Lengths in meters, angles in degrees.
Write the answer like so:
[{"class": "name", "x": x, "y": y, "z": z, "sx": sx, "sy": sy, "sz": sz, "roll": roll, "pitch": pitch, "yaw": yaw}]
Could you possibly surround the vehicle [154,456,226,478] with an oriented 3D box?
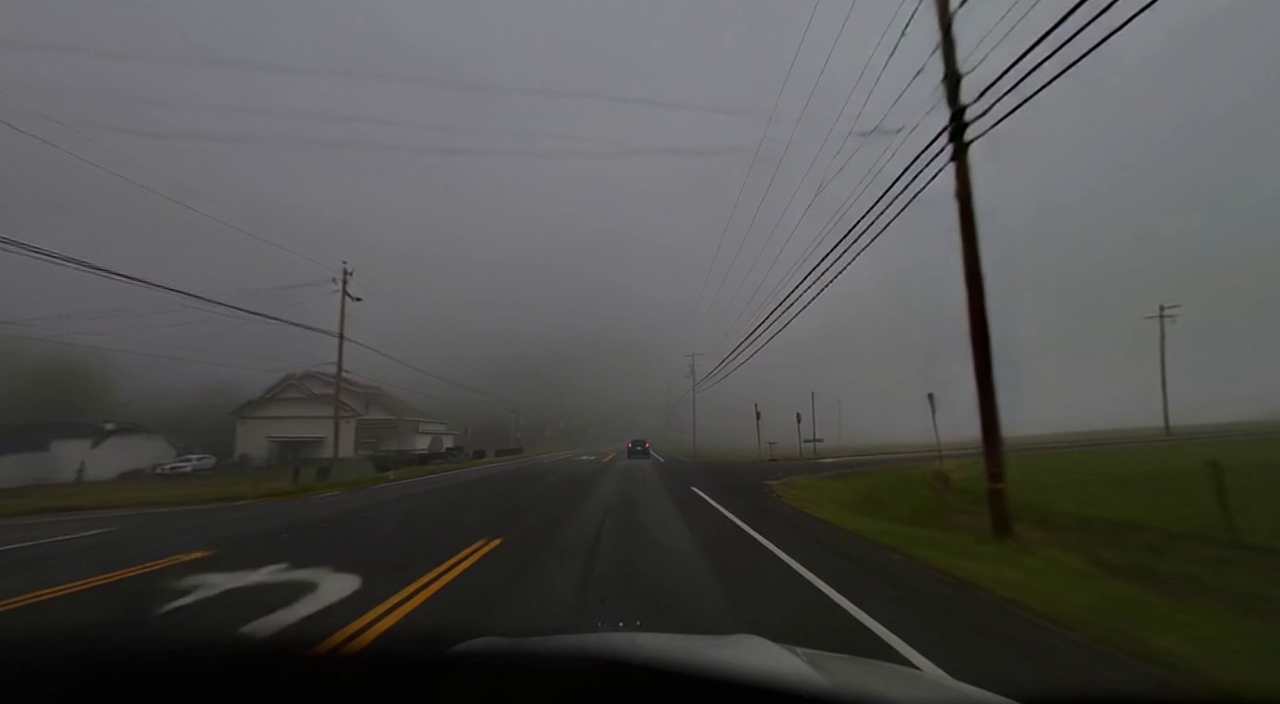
[{"class": "vehicle", "x": -34.814, "y": 8.893, "z": 48.900, "sx": 1.808, "sy": 1.527, "sz": 4.145, "roll": -8, "pitch": -12, "yaw": 43}]
